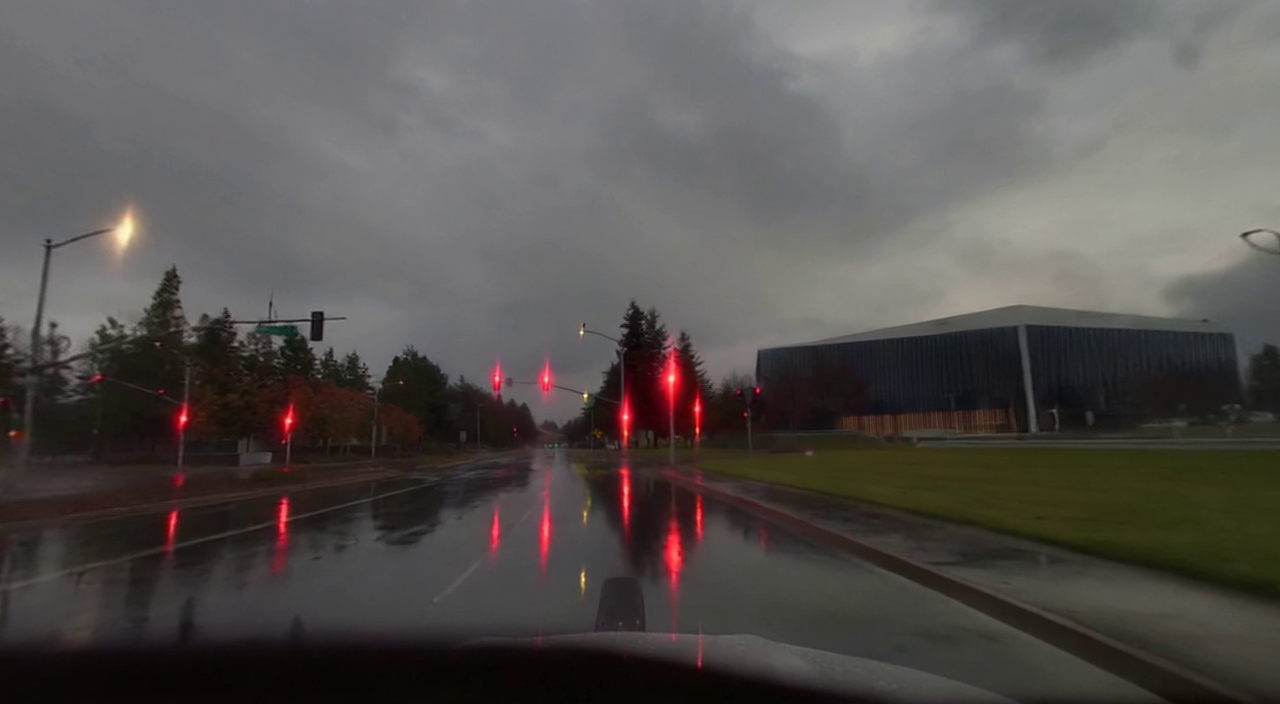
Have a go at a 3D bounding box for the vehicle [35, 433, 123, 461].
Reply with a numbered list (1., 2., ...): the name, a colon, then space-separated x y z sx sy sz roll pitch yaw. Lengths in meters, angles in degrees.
1. vehicle: -43.637 7.431 49.173 2.119 2.013 5.475 1 -9 -5
